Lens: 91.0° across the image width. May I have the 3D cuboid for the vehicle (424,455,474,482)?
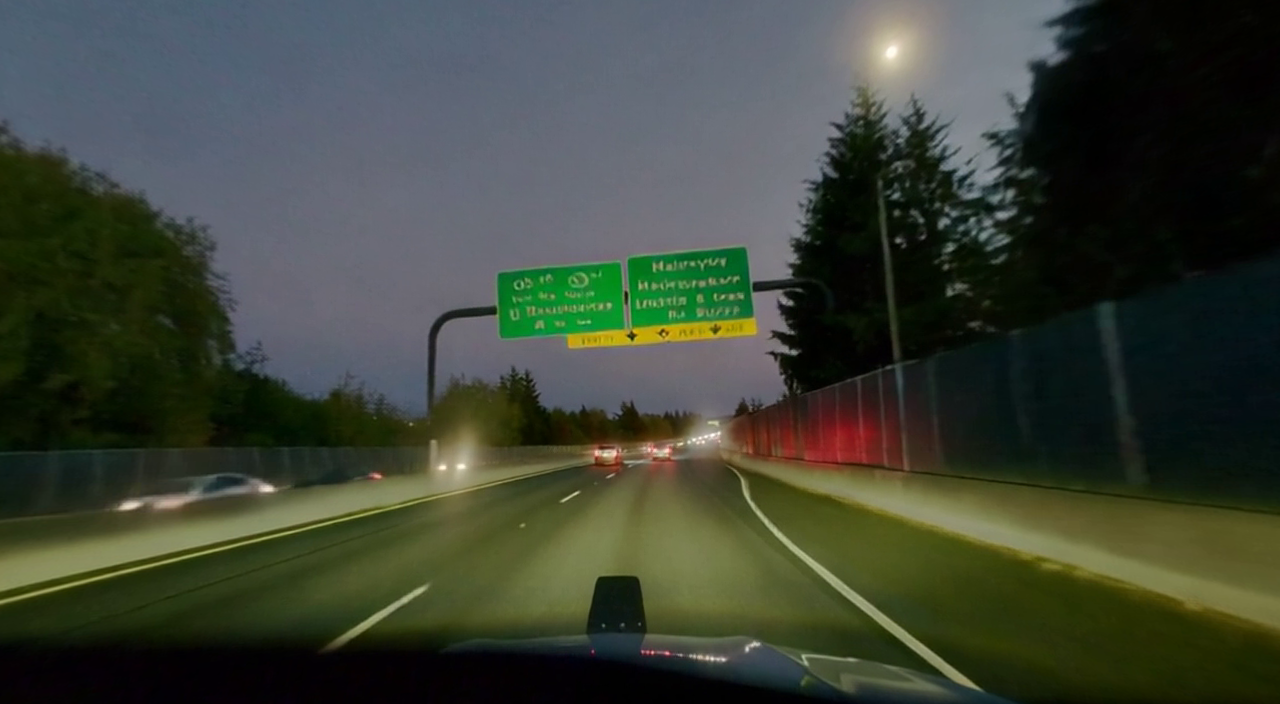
[{"bbox_3d":[-13.066,7.958,43.328,1.870,1.674,4.218,-1,-8,3],"label":"vehicle"}]

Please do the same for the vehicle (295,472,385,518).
[{"bbox_3d":[-10.498,5.008,22.272,1.457,1.317,3.296,-1,-8,1],"label":"vehicle"}]

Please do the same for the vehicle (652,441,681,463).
[{"bbox_3d":[2.040,7.506,47.351,2.077,1.533,3.854,-1,-8,3],"label":"vehicle"}]

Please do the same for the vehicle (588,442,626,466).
[{"bbox_3d":[-2.107,6.683,41.424,1.985,1.518,3.847,-1,-8,4],"label":"vehicle"}]

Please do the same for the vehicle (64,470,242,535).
[{"bbox_3d":[-14.519,4.472,19.174,1.824,1.538,4.385,0,-8,1],"label":"vehicle"}]
